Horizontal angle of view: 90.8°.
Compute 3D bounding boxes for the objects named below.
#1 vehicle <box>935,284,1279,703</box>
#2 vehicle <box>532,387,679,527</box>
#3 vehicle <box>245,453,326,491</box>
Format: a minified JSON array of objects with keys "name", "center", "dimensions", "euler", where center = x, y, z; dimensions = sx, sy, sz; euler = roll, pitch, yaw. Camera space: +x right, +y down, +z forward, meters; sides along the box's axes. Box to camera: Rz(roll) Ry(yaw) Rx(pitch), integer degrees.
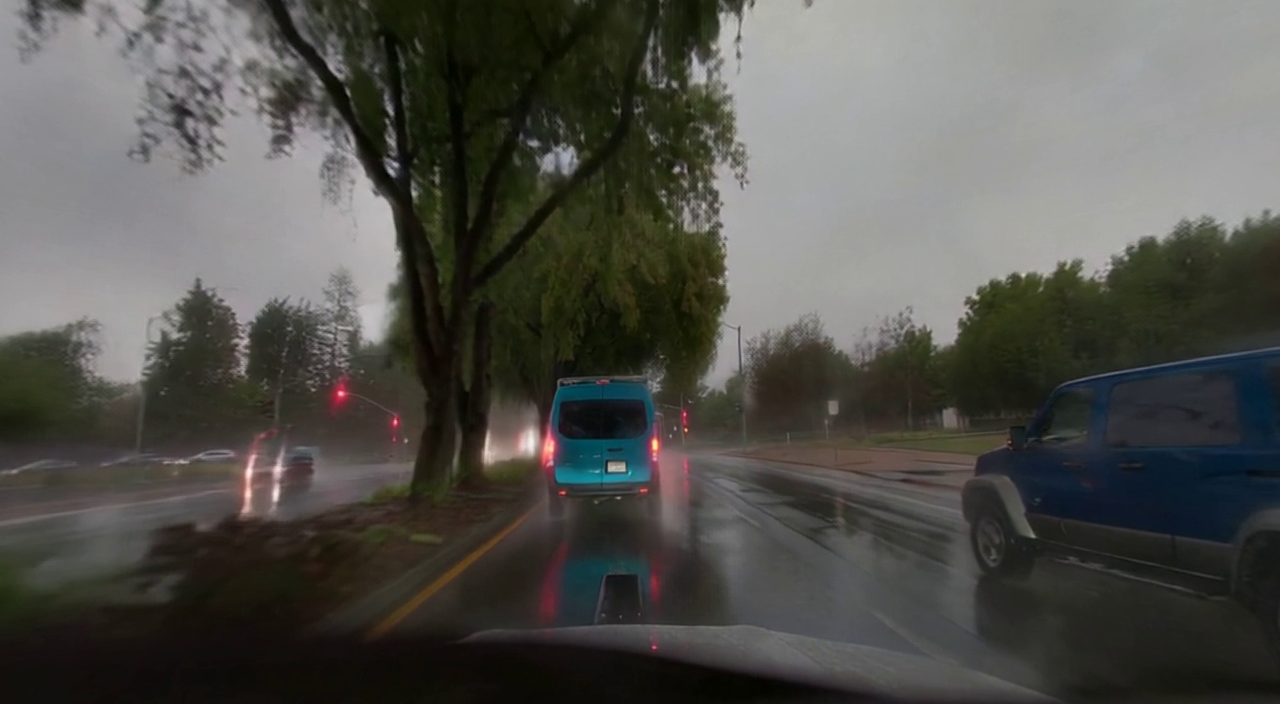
[{"name":"vehicle","center":[3.687,0.809,3.656],"dimensions":[1.988,1.873,3.968],"euler":[0,-9,0]},{"name":"vehicle","center":[-0.461,1.855,11.480],"dimensions":[2.145,2.046,4.309],"euler":[0,-9,1]},{"name":"vehicle","center":[-15.863,5.355,28.495],"dimensions":[1.833,1.504,4.141],"euler":[2,-9,-10]}]
